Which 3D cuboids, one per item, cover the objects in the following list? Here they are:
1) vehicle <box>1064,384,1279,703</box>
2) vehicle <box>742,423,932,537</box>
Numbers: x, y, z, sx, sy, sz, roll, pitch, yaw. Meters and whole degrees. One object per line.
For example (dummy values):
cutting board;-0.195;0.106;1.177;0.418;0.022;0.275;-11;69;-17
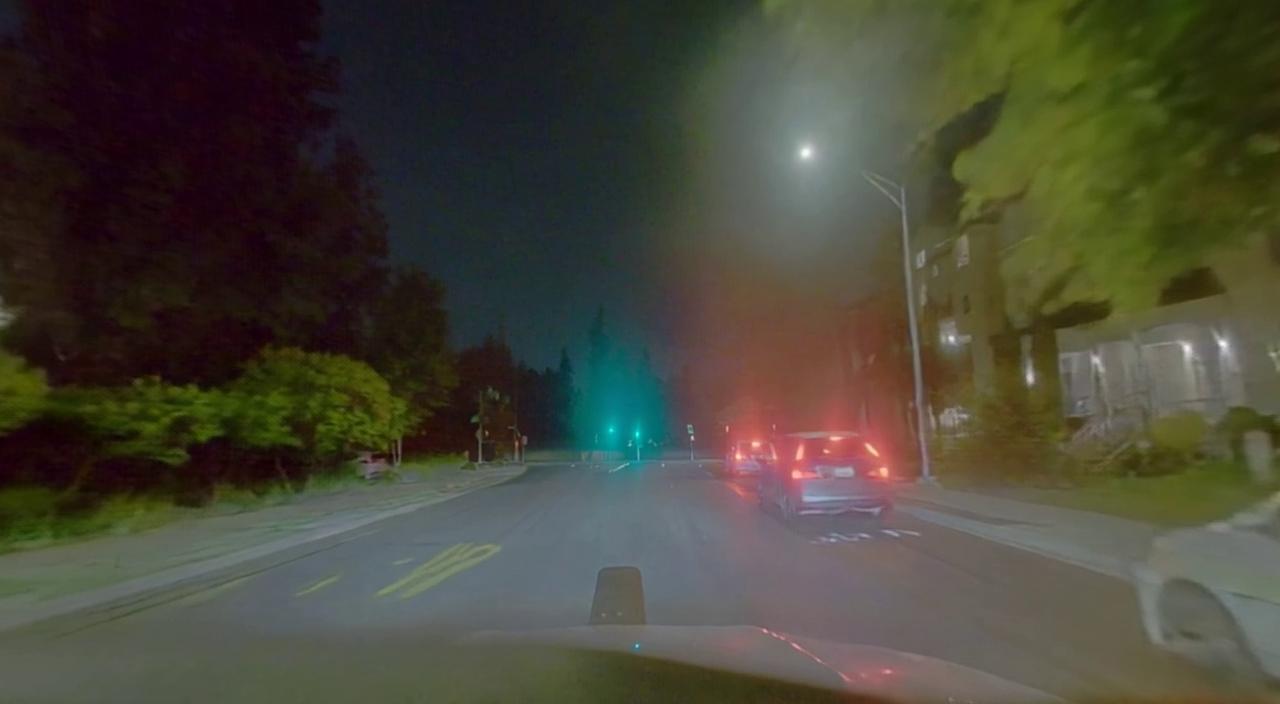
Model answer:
vehicle;4.112;0.820;2.160;2.043;1.585;4.687;0;-8;0
vehicle;3.160;2.157;11.279;2.037;1.595;4.536;-1;-8;2
